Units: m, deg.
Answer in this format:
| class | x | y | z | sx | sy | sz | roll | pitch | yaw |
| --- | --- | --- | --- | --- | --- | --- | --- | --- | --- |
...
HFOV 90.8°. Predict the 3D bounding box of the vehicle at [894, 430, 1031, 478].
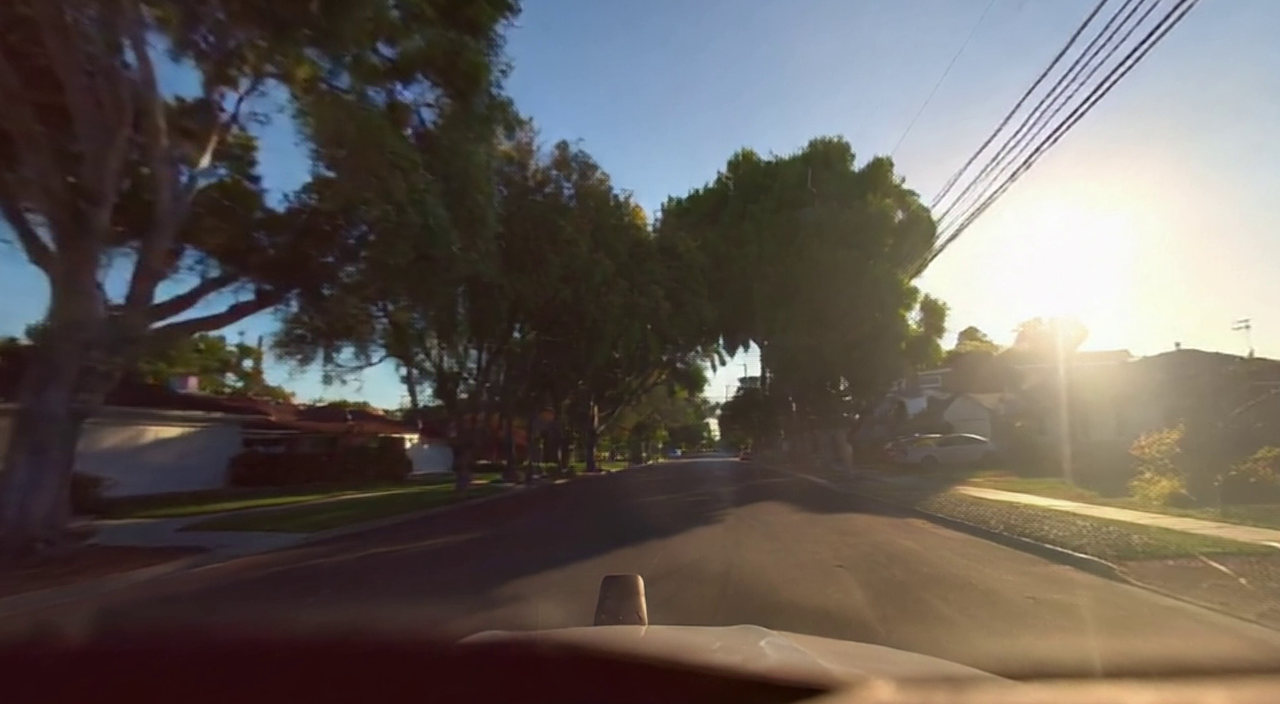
| class | x | y | z | sx | sy | sz | roll | pitch | yaw |
| --- | --- | --- | --- | --- | --- | --- | --- | --- | --- |
| vehicle | 13.548 | 4.319 | 26.811 | 4.555 | 1.803 | 2.151 | -2 | -9 | 4 |
